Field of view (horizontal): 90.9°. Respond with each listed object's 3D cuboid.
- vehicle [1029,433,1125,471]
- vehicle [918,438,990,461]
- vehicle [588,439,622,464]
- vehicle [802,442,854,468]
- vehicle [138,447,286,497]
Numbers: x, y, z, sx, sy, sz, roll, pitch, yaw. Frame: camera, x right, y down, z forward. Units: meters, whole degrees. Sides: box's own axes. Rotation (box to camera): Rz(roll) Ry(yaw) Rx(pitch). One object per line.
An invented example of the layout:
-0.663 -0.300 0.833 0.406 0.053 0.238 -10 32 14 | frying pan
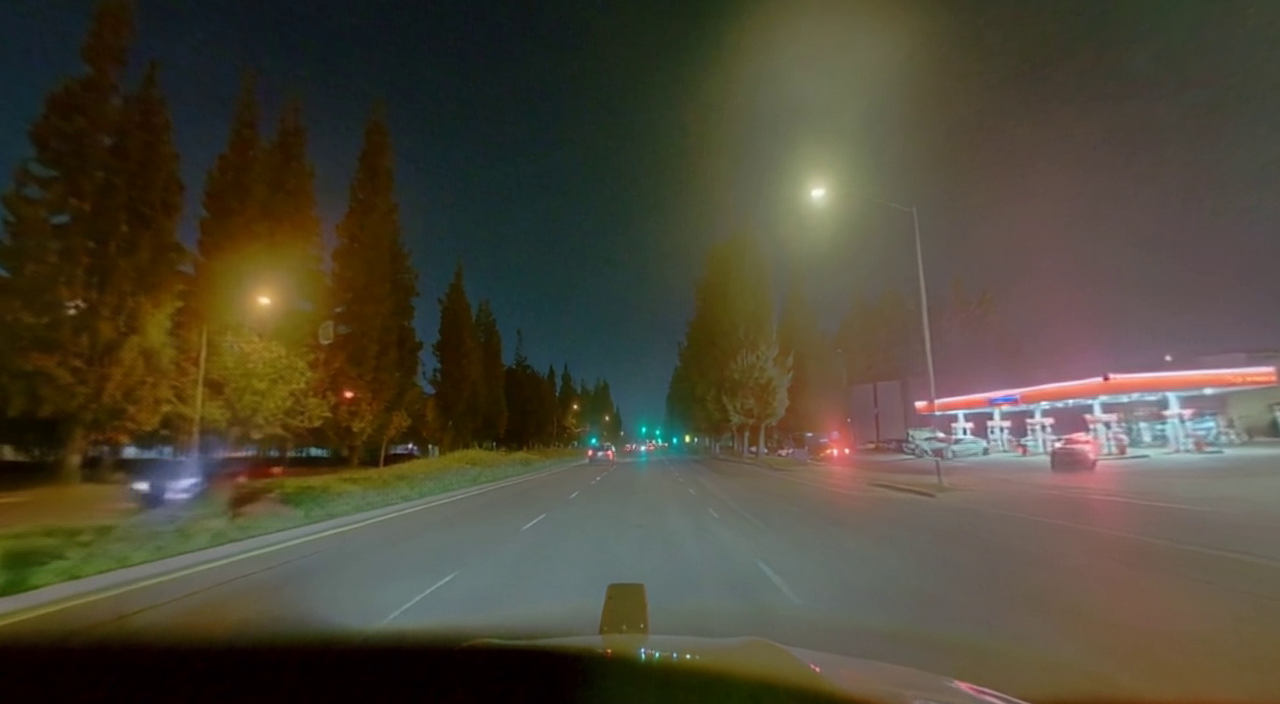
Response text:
21.424 4.861 30.871 4.484 1.697 1.959 5 -10 -30 | vehicle
21.518 6.635 43.100 4.674 1.471 1.954 4 -10 -28 | vehicle
-2.561 7.496 47.585 2.196 1.801 4.542 0 -8 1 | vehicle
11.860 6.479 39.973 1.967 1.500 4.353 -1 -8 1 | vehicle
-14.962 4.182 22.444 1.894 1.574 4.655 -1 -8 2 | vehicle
